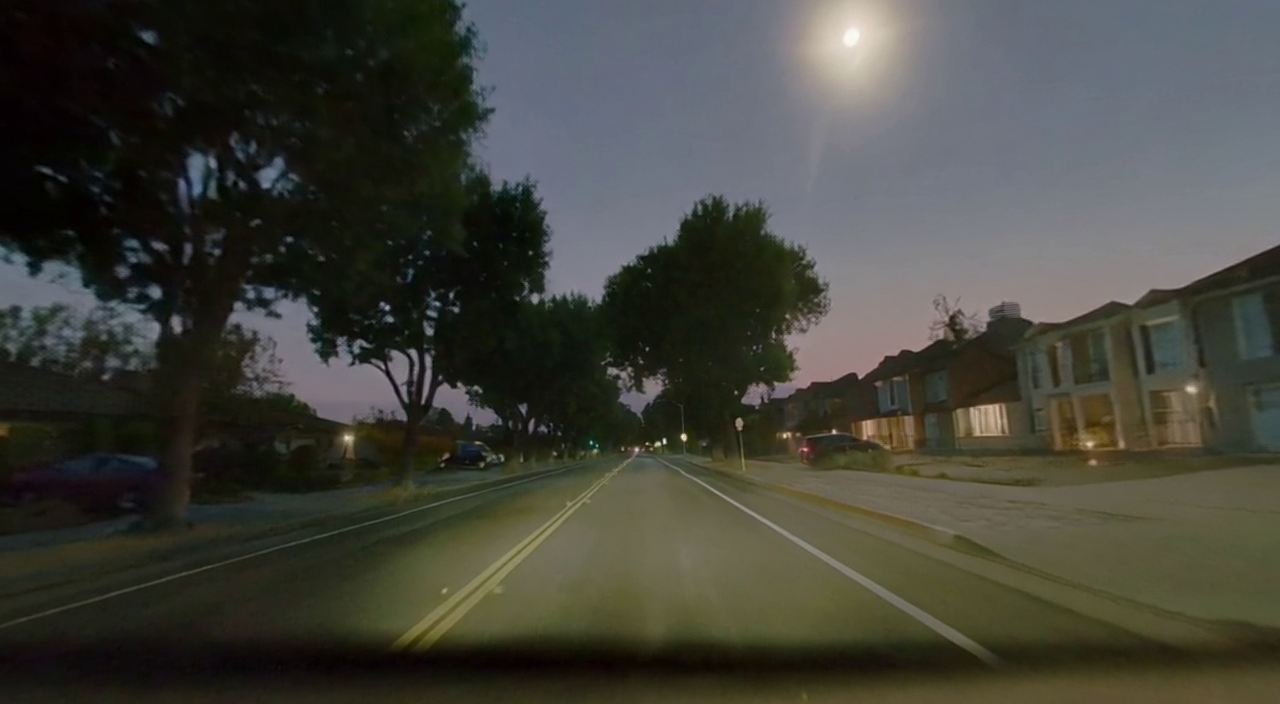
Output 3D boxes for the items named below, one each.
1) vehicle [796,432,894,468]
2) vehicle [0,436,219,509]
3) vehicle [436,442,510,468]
[{"bbox_3d":[10.591,5.105,32.916,4.449,1.765,1.917,-1,-9,4],"label":"vehicle"},{"bbox_3d":[-13.816,3.051,16.197,4.587,1.722,1.906,0,-9,-1],"label":"vehicle"},{"bbox_3d":[-12.484,7.741,47.430,4.928,1.848,2.041,0,-9,1],"label":"vehicle"}]
